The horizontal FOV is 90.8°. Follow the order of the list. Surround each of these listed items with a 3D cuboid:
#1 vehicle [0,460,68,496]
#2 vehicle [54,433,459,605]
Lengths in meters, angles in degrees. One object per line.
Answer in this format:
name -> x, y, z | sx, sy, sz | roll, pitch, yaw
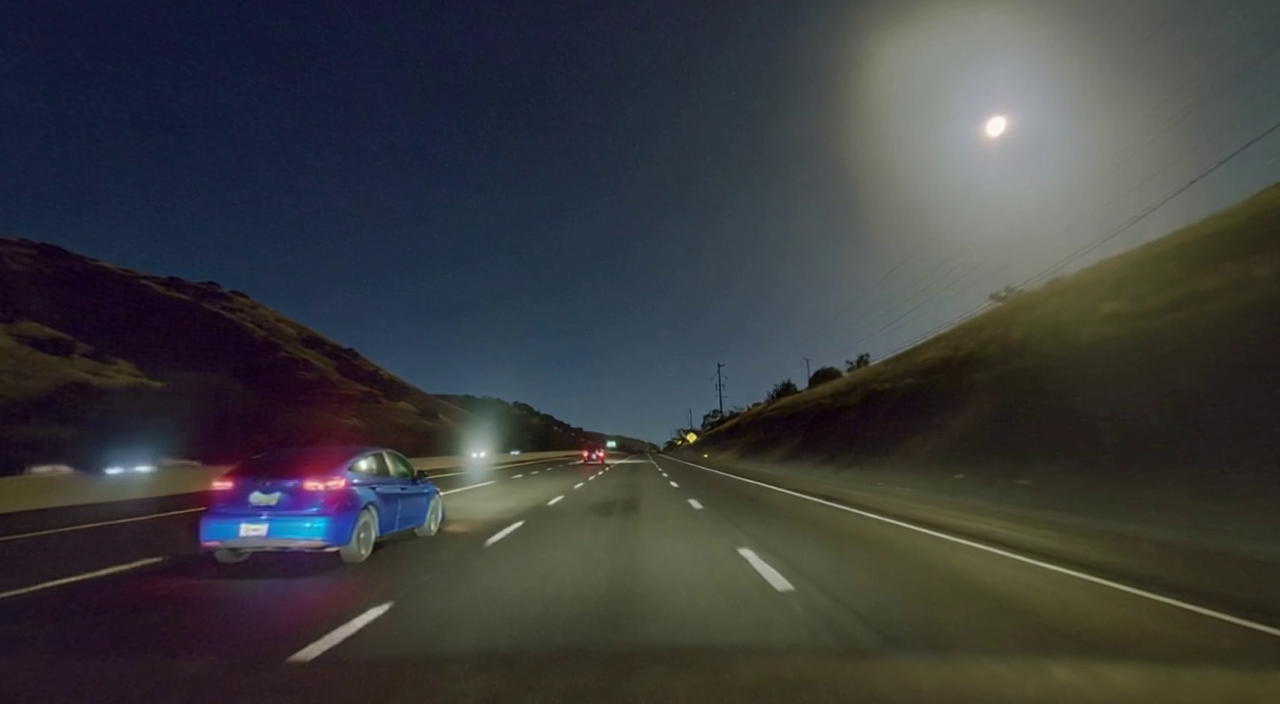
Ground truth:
vehicle -> -29.311, 5.848, 29.422 | 1.822, 1.496, 3.768 | 0, -9, -1
vehicle -> -4.101, 1.852, 8.108 | 2.064, 1.489, 4.966 | 0, -9, 0
